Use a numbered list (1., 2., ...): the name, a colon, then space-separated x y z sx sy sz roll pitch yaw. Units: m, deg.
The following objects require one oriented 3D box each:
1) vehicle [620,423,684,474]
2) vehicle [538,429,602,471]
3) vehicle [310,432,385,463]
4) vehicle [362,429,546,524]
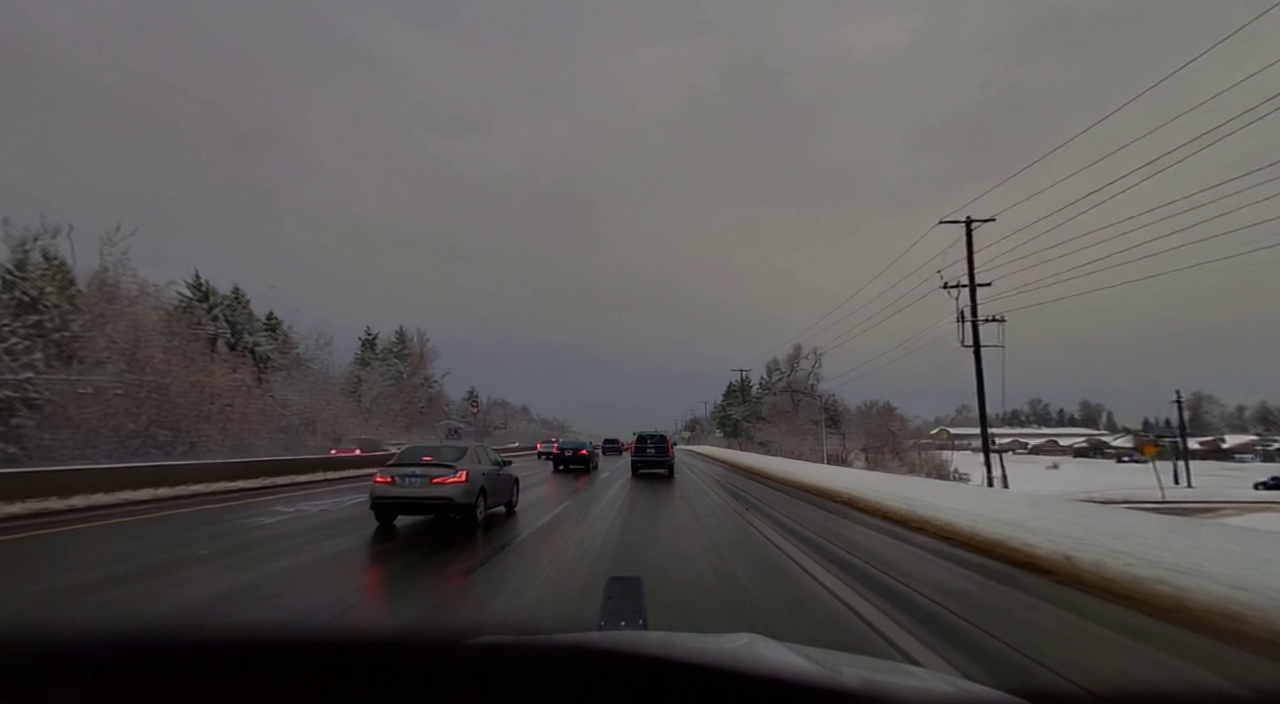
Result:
1. vehicle: 0.478 3.801 24.855 2.319 1.813 4.274 0 -8 1
2. vehicle: -2.970 4.312 27.833 2.051 1.695 4.731 -1 -8 3
3. vehicle: -16.365 5.384 35.593 1.923 1.636 4.542 0 -8 2
4. vehicle: -3.259 2.286 12.166 2.092 1.464 4.466 0 -8 1
